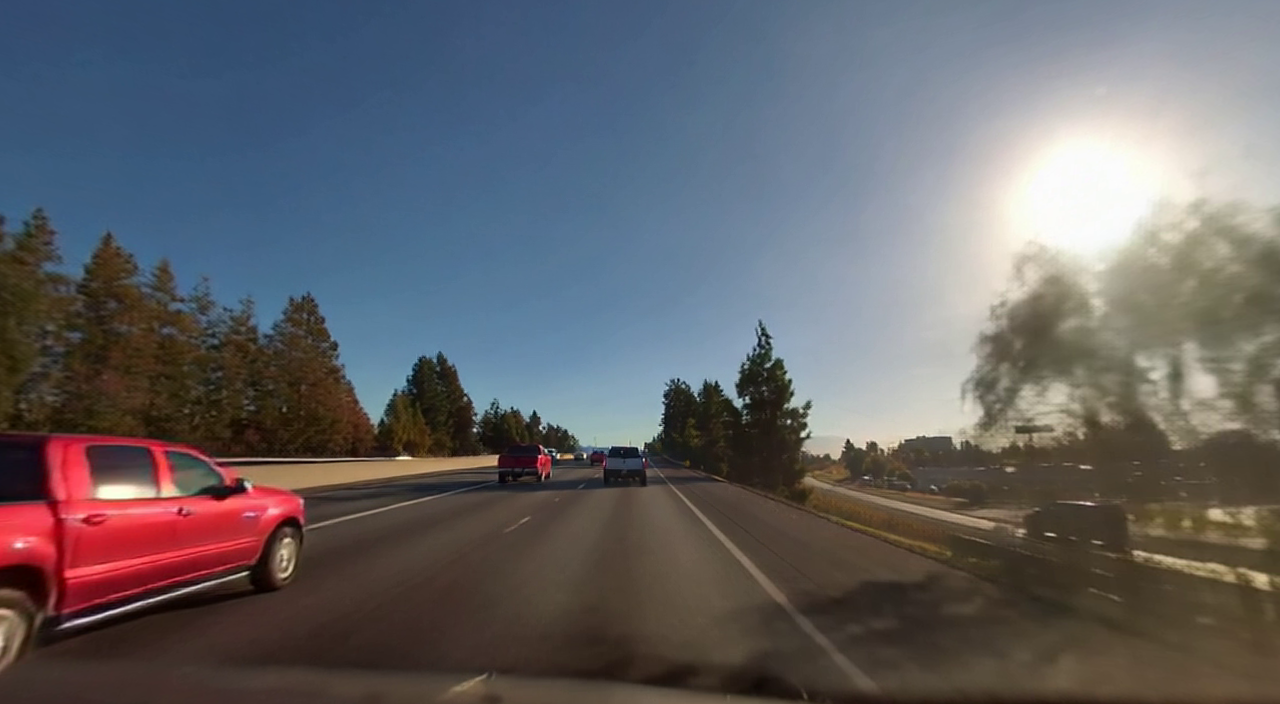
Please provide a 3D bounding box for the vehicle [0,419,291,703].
[{"bbox_3d":[-4.131,1.129,3.460,1.936,1.470,4.402,0,-9,0],"label":"vehicle"}]

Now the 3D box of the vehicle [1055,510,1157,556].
[{"bbox_3d":[23.048,8.926,31.483,1.956,1.594,4.425,-1,-8,4],"label":"vehicle"}]

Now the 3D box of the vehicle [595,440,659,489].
[{"bbox_3d":[-0.427,4.405,25.028,2.293,1.753,4.380,0,-9,1],"label":"vehicle"}]

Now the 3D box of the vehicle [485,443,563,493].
[{"bbox_3d":[-4.338,4.414,24.566,2.038,1.704,5.181,0,-9,0],"label":"vehicle"}]
